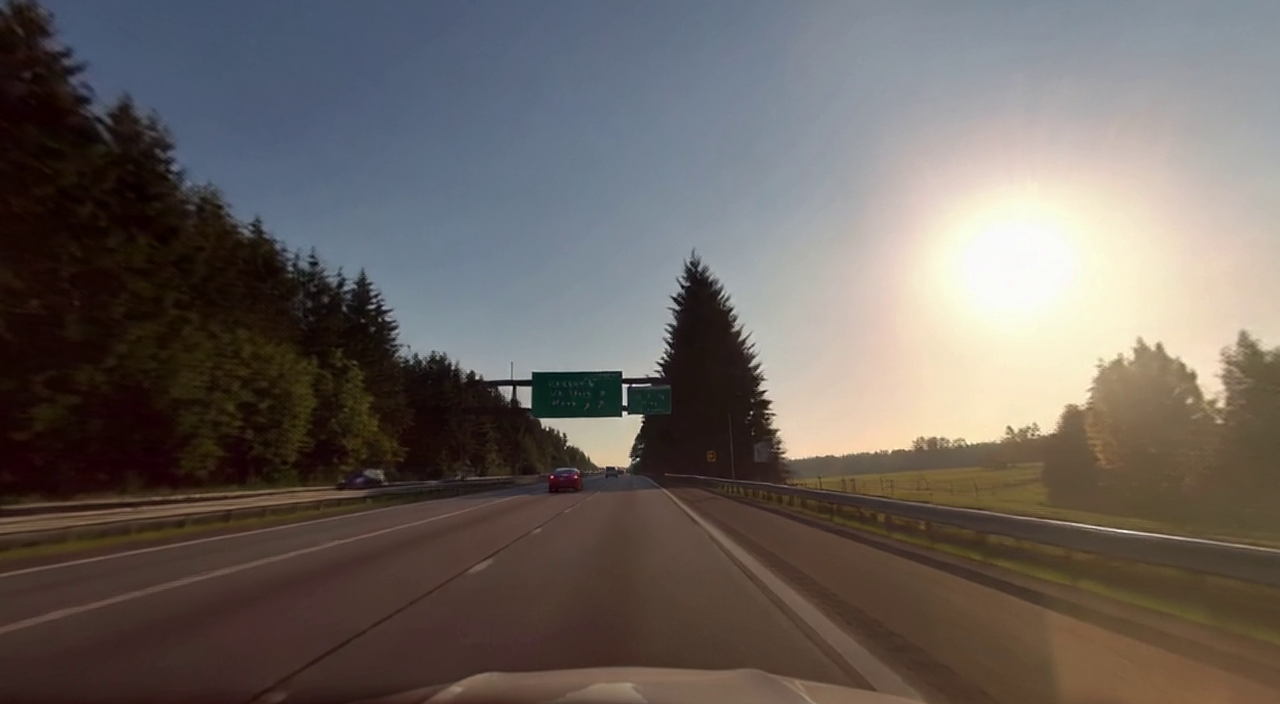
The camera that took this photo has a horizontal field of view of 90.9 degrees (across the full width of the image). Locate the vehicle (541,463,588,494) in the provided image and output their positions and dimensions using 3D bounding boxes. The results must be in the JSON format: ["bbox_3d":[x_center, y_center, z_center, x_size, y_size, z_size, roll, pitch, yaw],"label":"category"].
[{"bbox_3d":[-3.974,6.779,33.815,1.954,1.509,4.094,0,-11,1],"label":"vehicle"}]

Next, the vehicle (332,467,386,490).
[{"bbox_3d":[-20.949,9.464,47.153,1.889,1.591,4.871,1,-11,-1],"label":"vehicle"}]
